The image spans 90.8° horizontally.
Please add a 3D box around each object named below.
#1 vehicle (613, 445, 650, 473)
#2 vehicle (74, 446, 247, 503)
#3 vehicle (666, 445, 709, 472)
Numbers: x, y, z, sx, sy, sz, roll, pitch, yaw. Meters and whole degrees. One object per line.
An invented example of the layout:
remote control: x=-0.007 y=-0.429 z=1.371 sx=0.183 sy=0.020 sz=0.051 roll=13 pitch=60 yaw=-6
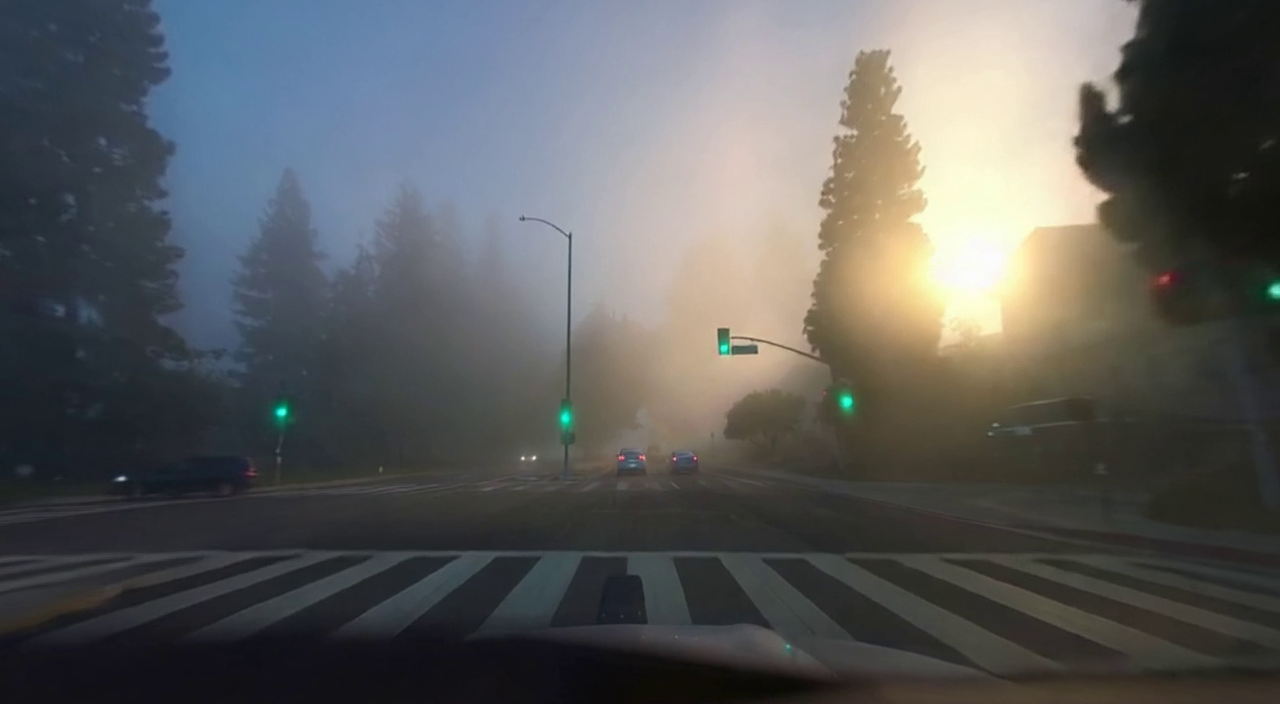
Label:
vehicle: x=-0.528 y=6.128 z=36.539 sx=2.018 sy=1.511 sz=3.993 roll=0 pitch=-8 yaw=-1
vehicle: x=-18.419 y=4.646 z=24.515 sx=5.008 sy=1.940 sz=2.188 roll=6 pitch=-11 yaw=-38
vehicle: x=2.716 y=6.272 z=37.439 sx=2.057 sy=1.496 sz=4.401 roll=0 pitch=-8 yaw=-2
